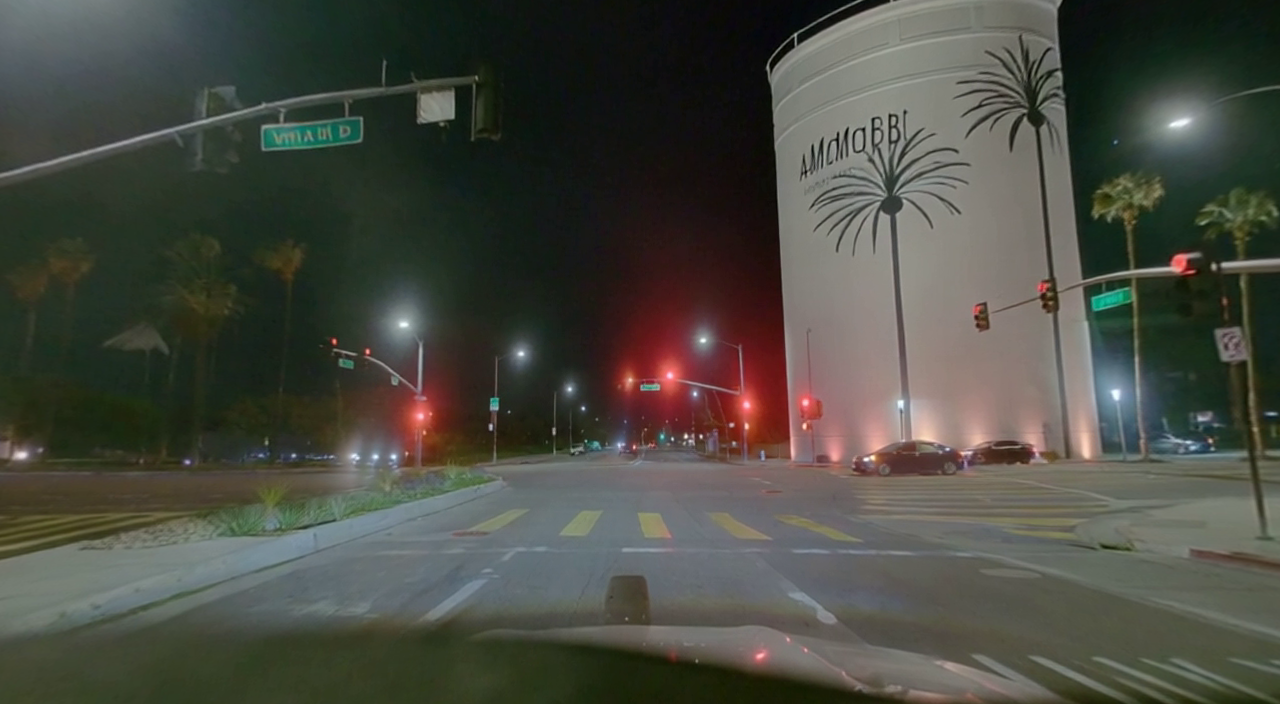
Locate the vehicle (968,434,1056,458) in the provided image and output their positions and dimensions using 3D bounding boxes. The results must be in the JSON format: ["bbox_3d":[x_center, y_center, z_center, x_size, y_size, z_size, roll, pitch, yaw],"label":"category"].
[{"bbox_3d":[23.742,6.028,40.355,4.423,1.465,1.798,0,-8,1],"label":"vehicle"}]

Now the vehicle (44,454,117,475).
[{"bbox_3d":[-41.396,8.317,46.700,3.698,1.467,1.779,0,-8,1],"label":"vehicle"}]

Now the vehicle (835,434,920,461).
[{"bbox_3d":[15.236,6.139,40.616,4.648,1.665,1.910,0,-8,-1],"label":"vehicle"}]

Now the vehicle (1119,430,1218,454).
[{"bbox_3d":[33.392,5.727,39.921,4.567,1.458,1.791,0,-8,2],"label":"vehicle"}]

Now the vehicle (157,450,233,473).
[{"bbox_3d":[-32.893,8.100,46.641,4.136,1.661,1.857,0,-8,1],"label":"vehicle"}]

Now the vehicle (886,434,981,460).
[{"bbox_3d":[17.121,5.558,36.888,4.684,1.461,1.777,0,-8,-1],"label":"vehicle"}]

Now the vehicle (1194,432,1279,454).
[{"bbox_3d":[42.325,6.446,44.619,4.437,1.469,1.811,0,-8,0],"label":"vehicle"}]
